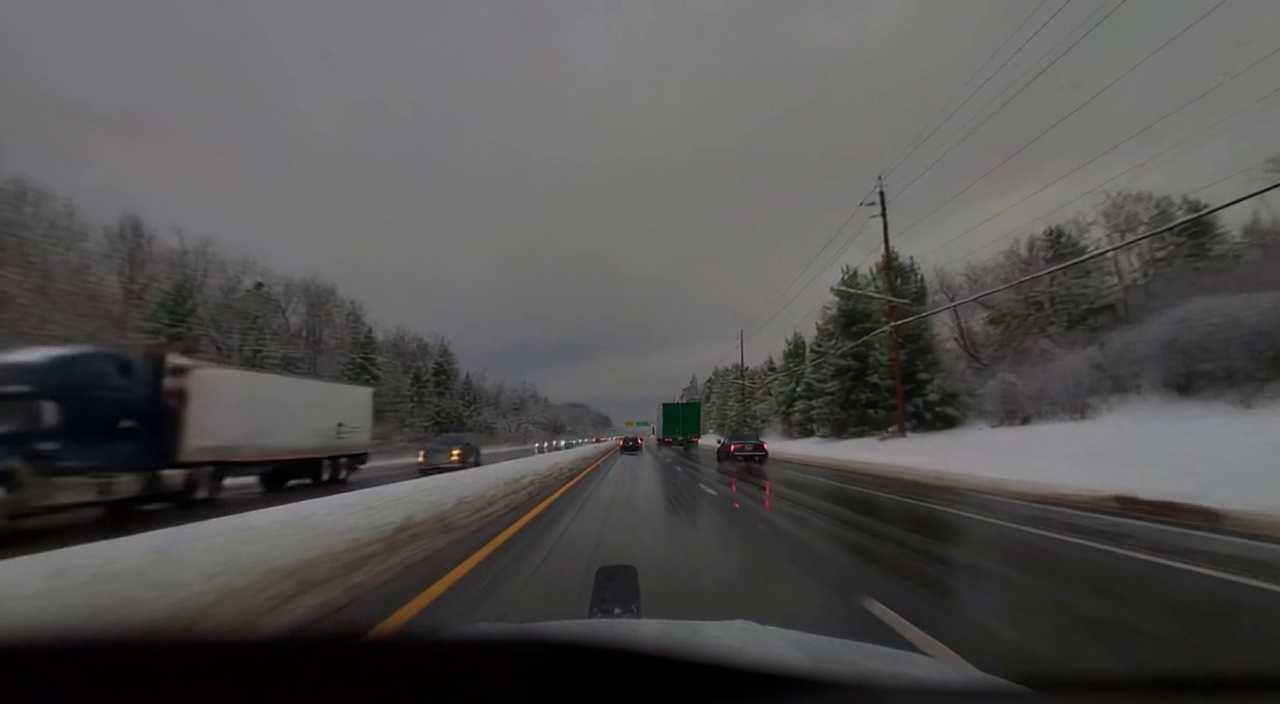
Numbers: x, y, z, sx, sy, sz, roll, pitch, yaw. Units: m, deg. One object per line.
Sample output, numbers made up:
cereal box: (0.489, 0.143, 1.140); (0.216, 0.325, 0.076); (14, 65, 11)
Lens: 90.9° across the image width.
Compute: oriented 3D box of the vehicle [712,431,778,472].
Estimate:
vehicle: (4.270, 4.105, 26.269); (1.930, 1.573, 3.853); (0, -8, -2)

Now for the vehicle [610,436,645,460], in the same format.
vehicle: (-0.815, 6.128, 40.521); (2.163, 1.466, 3.693); (0, -8, -1)

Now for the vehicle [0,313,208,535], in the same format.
vehicle: (-13.580, 1.690, 14.386); (3.005, 4.138, 6.065); (0, -8, -1)

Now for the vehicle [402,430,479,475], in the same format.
vehicle: (-9.583, 4.845, 30.687); (2.237, 2.004, 4.746); (0, -8, -1)
